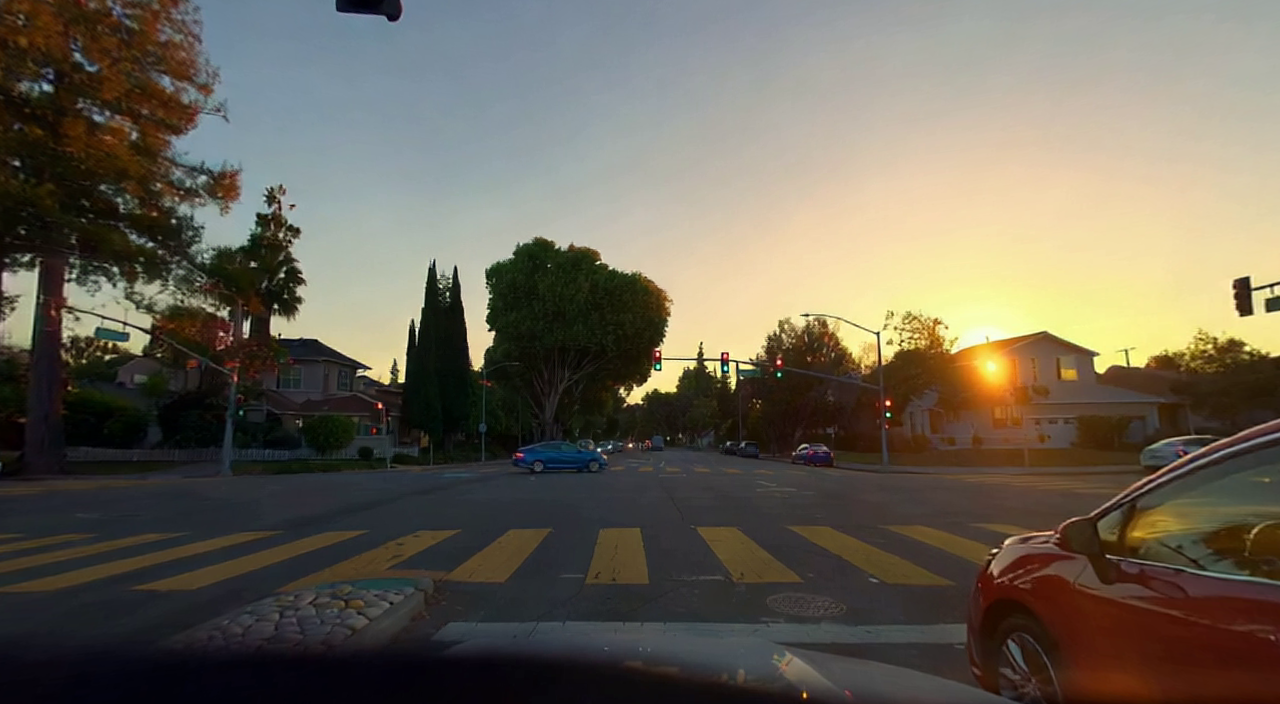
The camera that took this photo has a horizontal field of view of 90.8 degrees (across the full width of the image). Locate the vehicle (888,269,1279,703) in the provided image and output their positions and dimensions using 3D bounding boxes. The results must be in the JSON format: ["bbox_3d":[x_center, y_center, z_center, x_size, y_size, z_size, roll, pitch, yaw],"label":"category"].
[{"bbox_3d":[2.705,0.708,1.720,2.085,1.800,4.908,0,-9,1],"label":"vehicle"}]

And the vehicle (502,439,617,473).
[{"bbox_3d":[-3.776,4.938,30.161,4.999,1.518,2.104,6,-10,-34],"label":"vehicle"}]
